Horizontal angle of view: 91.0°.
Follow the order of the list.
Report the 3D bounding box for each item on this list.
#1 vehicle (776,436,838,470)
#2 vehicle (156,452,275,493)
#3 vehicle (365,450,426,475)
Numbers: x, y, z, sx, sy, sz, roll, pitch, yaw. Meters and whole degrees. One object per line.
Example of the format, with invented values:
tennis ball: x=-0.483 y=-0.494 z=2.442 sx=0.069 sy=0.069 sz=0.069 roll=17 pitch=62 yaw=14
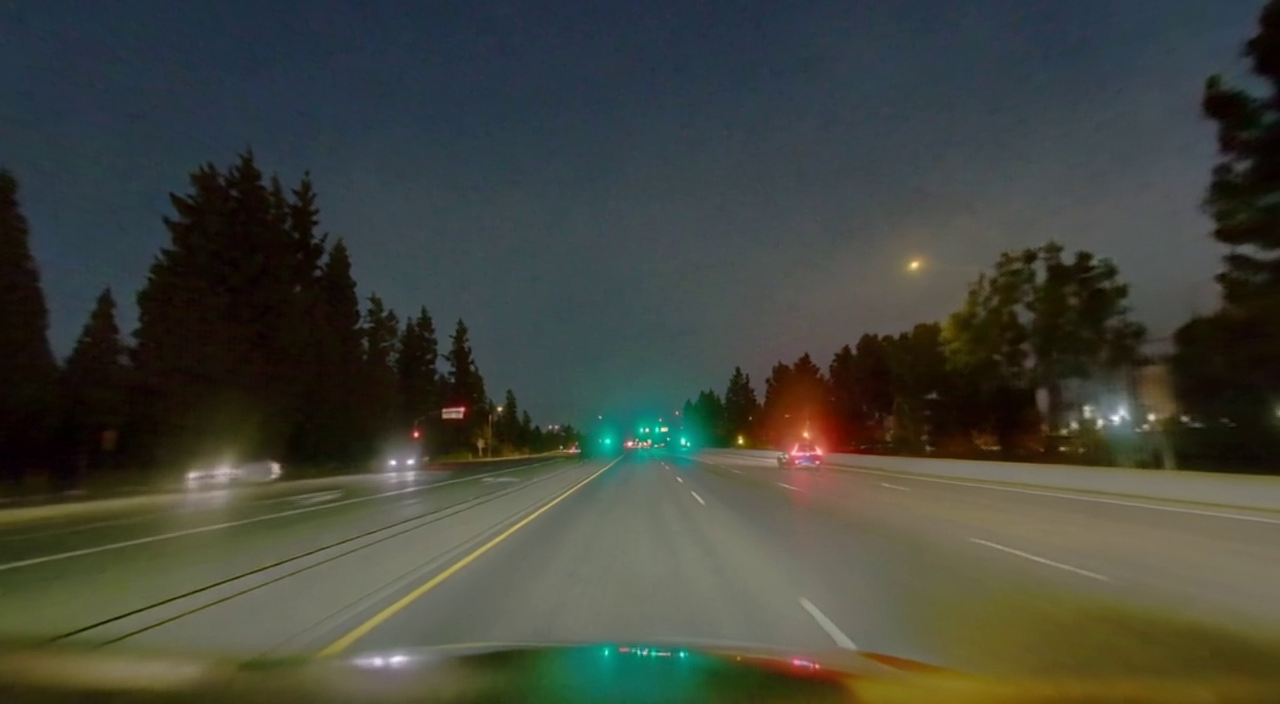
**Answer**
vehicle: x=9.452 y=5.763 z=36.064 sx=2.170 sy=1.830 sz=4.720 roll=0 pitch=-9 yaw=0
vehicle: x=-18.670 y=5.276 z=27.980 sx=2.043 sy=1.627 sz=4.595 roll=0 pitch=-9 yaw=1
vehicle: x=-15.505 y=7.023 z=40.237 sx=1.972 sy=1.473 sz=4.632 roll=0 pitch=-9 yaw=1
